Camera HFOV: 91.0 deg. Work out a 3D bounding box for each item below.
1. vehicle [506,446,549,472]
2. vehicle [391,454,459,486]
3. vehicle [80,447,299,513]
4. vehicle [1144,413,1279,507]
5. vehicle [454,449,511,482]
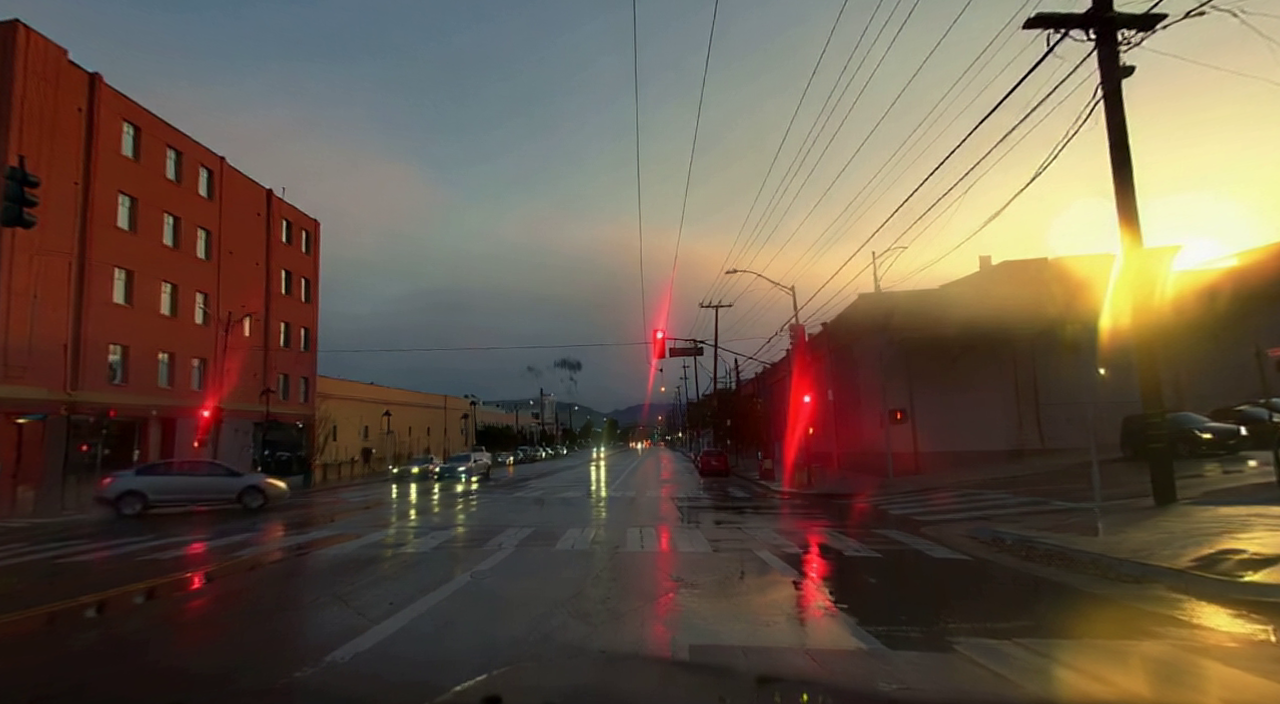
[{"bbox_3d":[-8.197,7.830,46.298,2.096,1.830,4.752,0,-9,2],"label":"vehicle"},{"bbox_3d":[-12.028,6.605,35.620,1.943,1.574,4.727,0,-9,3],"label":"vehicle"},{"bbox_3d":[-12.480,3.560,17.888,4.525,1.650,2.120,4,-9,-20],"label":"vehicle"},{"bbox_3d":[12.737,2.167,12.822,3.234,1.746,1.941,0,-9,-2],"label":"vehicle"},{"bbox_3d":[-8.710,6.313,35.219,2.020,1.672,3.842,0,-9,3],"label":"vehicle"}]
